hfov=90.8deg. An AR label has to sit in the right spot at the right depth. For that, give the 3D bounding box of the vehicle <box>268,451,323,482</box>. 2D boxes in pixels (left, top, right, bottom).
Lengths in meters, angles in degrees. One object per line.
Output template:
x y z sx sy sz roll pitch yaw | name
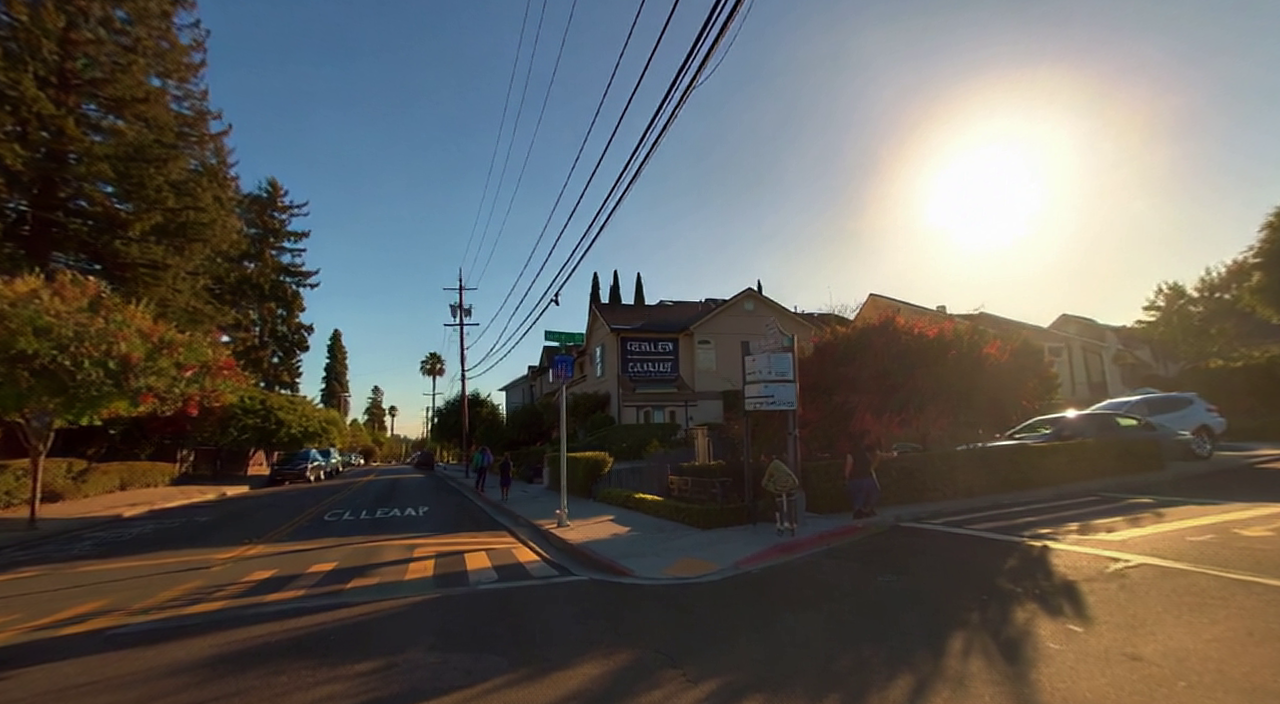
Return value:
-21.818 7.223 40.237 2.203 1.787 4.704 3 -9 -19 | vehicle
